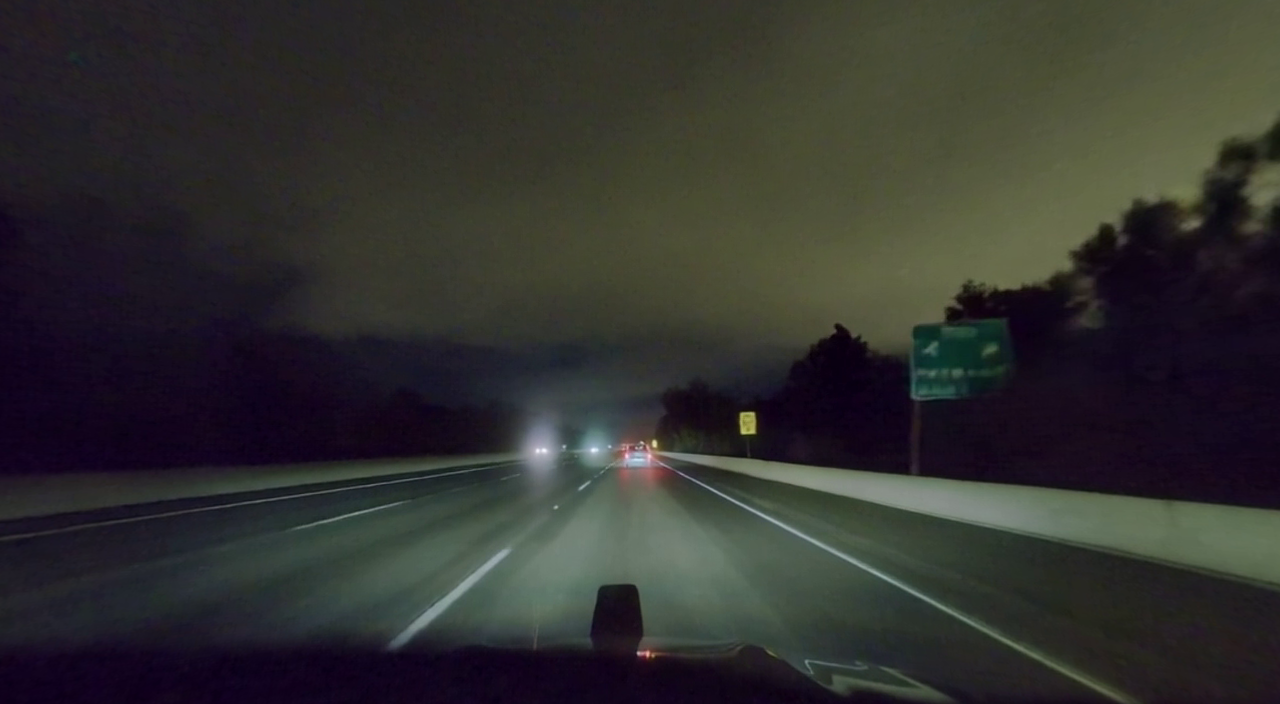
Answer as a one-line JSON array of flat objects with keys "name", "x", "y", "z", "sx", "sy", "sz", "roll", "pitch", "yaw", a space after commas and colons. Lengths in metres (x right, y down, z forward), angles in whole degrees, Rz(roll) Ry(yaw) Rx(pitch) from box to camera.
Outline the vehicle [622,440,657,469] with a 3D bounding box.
[{"name": "vehicle", "x": -0.082, "y": 6.535, "z": 40.049, "sx": 2.120, "sy": 1.715, "sz": 4.153, "roll": 0, "pitch": -9, "yaw": -1}]
